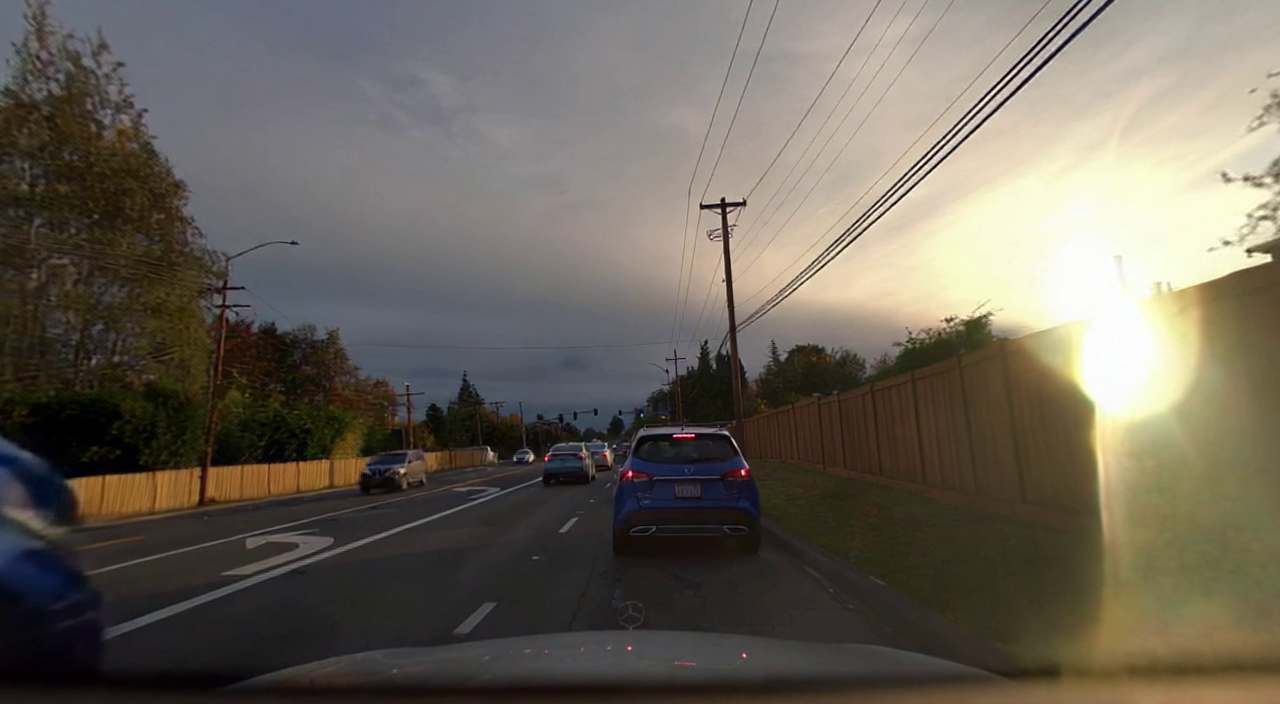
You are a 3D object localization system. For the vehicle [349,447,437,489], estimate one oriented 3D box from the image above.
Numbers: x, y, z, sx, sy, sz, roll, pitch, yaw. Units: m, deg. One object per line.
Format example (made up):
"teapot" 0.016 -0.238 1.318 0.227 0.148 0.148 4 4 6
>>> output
"vehicle" -11.827 5.548 30.620 2.187 1.863 5.152 0 -9 0

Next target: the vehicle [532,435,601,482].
"vehicle" -2.704 4.072 24.286 2.037 1.639 4.213 0 -9 2

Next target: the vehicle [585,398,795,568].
"vehicle" 0.488 1.671 8.678 2.174 1.749 4.113 0 -9 -1
